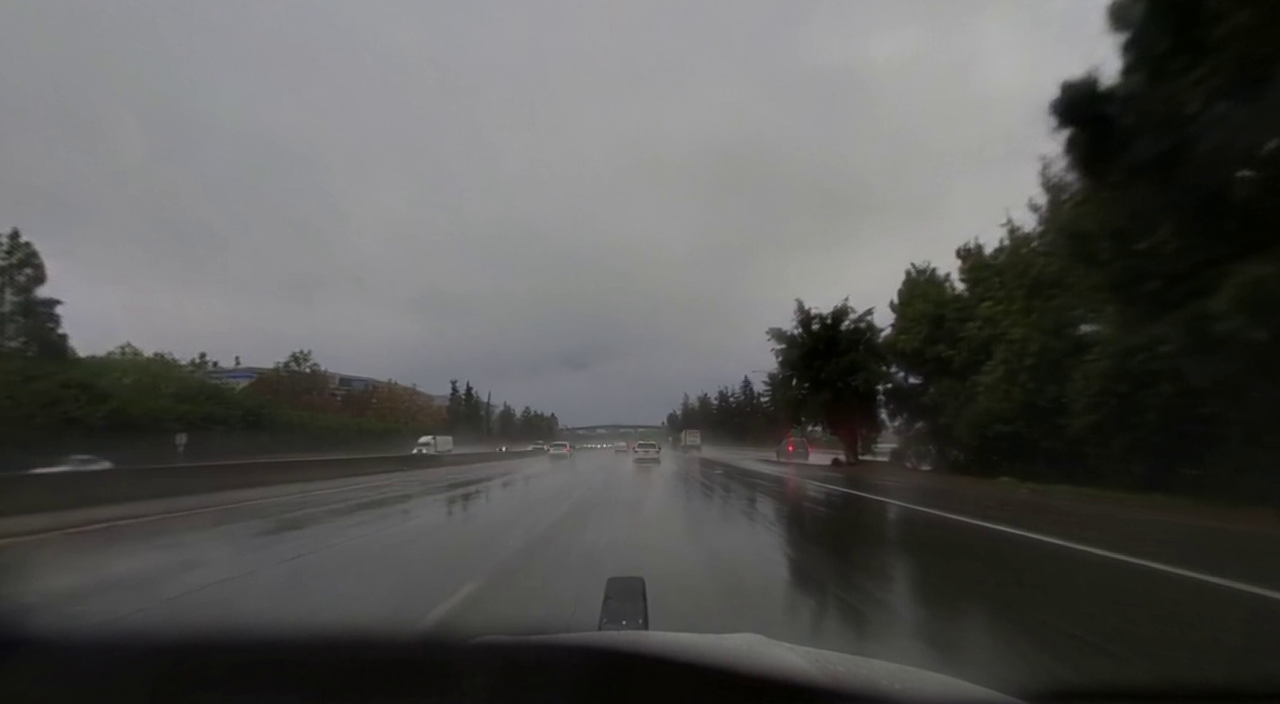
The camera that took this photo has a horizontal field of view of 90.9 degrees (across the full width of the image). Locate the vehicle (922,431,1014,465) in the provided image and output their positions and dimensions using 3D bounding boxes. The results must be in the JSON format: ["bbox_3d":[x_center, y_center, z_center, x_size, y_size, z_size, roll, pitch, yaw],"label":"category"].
[{"bbox_3d":[20.081,5.915,39.027,2.304,1.951,5.719,0,-8,-4],"label":"vehicle"}]

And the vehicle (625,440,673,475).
[{"bbox_3d":[0.386,4.939,29.762,2.112,1.482,4.082,0,-8,0],"label":"vehicle"}]

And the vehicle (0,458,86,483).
[{"bbox_3d":[-44.569,8.759,46.891,1.929,1.653,5.011,-1,-8,5],"label":"vehicle"}]
